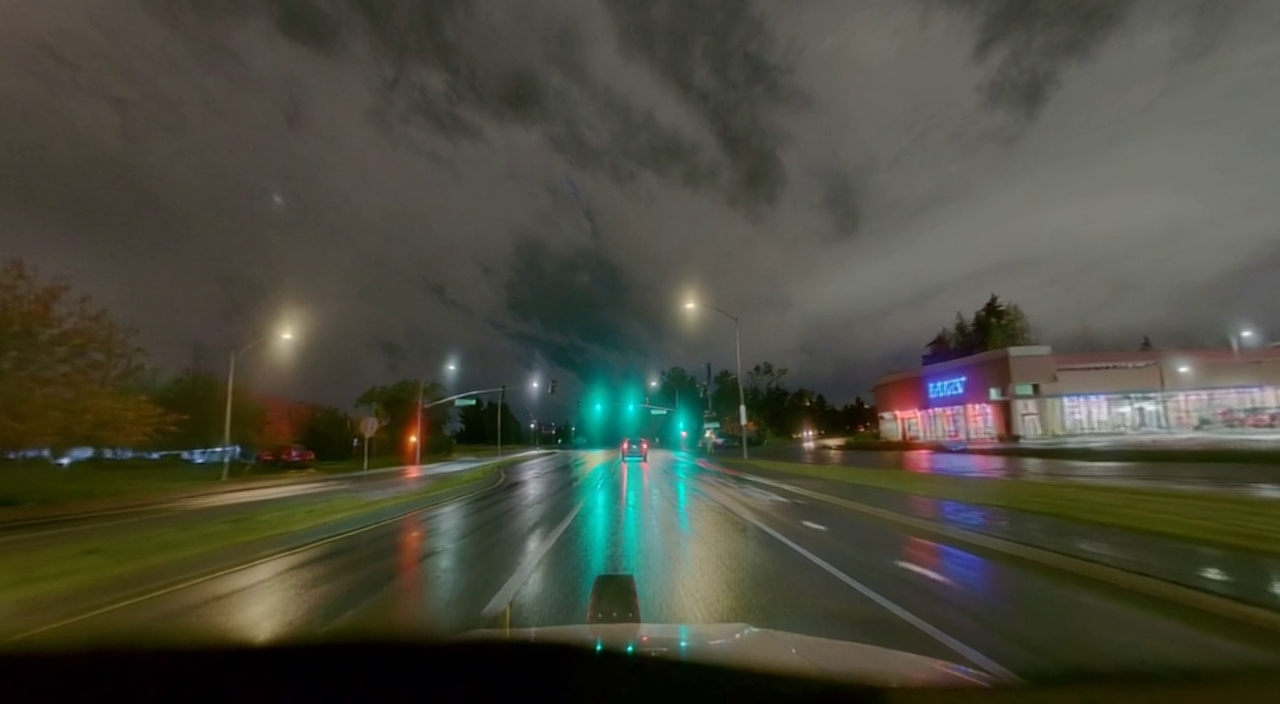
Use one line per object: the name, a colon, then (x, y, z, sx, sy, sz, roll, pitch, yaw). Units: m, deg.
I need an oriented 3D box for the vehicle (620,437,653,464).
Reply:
vehicle: (-0.228, 6.398, 41.239, 2.024, 1.628, 4.774, 0, -8, 0)
